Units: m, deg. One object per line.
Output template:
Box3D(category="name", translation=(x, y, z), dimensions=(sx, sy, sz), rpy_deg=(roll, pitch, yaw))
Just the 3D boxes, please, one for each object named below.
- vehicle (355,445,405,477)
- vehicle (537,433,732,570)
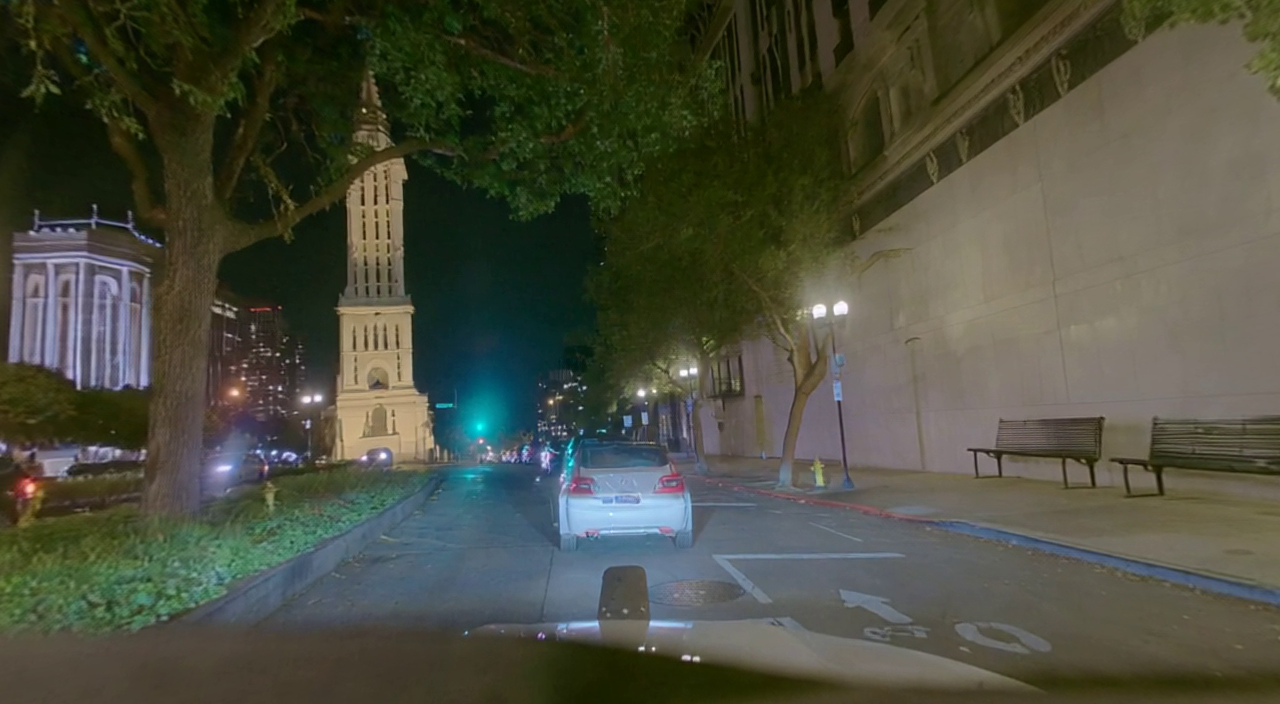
Box3D(category="vehicle", translation=(-14.703, 6.141, 35.857), dimensions=(2.179, 1.698, 4.549), rpy_deg=(2, -9, -17))
Box3D(category="vehicle", translation=(-0.251, 1.940, 9.012), dimensions=(2.142, 1.475, 4.051), rpy_deg=(1, -8, -6))
